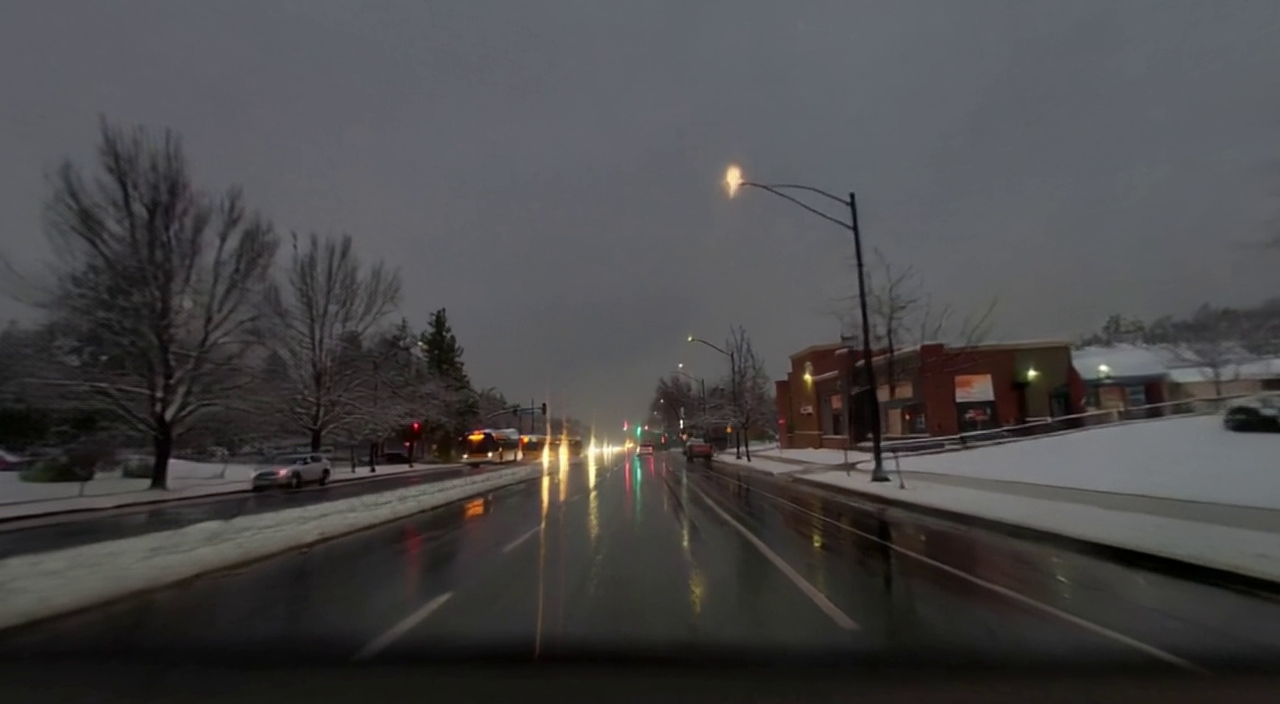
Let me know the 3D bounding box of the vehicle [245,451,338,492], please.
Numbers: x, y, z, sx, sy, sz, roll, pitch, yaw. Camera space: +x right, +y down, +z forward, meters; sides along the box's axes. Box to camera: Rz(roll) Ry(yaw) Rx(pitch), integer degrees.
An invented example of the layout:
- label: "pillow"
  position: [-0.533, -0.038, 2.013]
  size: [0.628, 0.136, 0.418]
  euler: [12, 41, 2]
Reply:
- label: "vehicle"
  position: [-17.239, 5.908, 31.465]
  size: [1.896, 1.844, 4.620]
  euler: [0, -9, 1]
